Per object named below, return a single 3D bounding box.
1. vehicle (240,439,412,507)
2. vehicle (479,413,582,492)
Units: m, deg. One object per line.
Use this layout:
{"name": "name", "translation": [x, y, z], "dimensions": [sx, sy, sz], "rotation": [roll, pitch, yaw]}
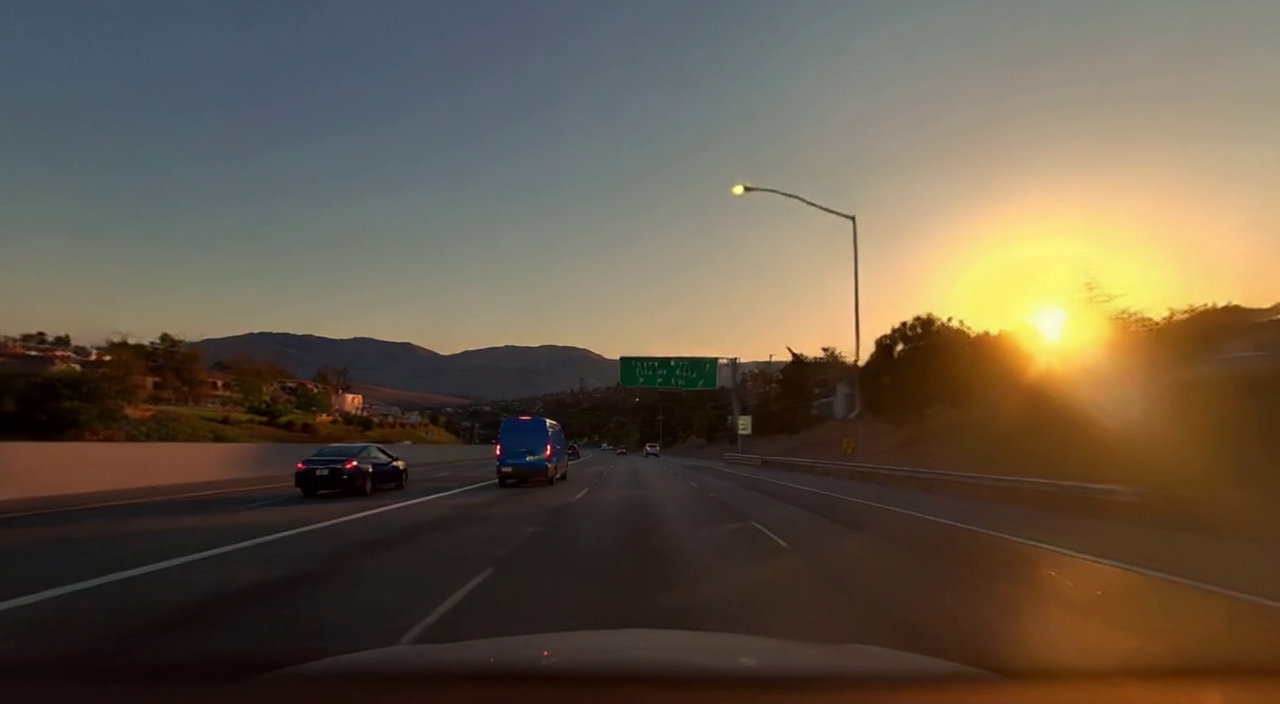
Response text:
{"name": "vehicle", "translation": [-7.879, 3.054, 16.409], "dimensions": [1.987, 1.490, 4.781], "rotation": [0, -9, 1]}
{"name": "vehicle", "translation": [-3.422, 3.322, 20.944], "dimensions": [2.372, 2.248, 5.393], "rotation": [0, -9, 1]}
